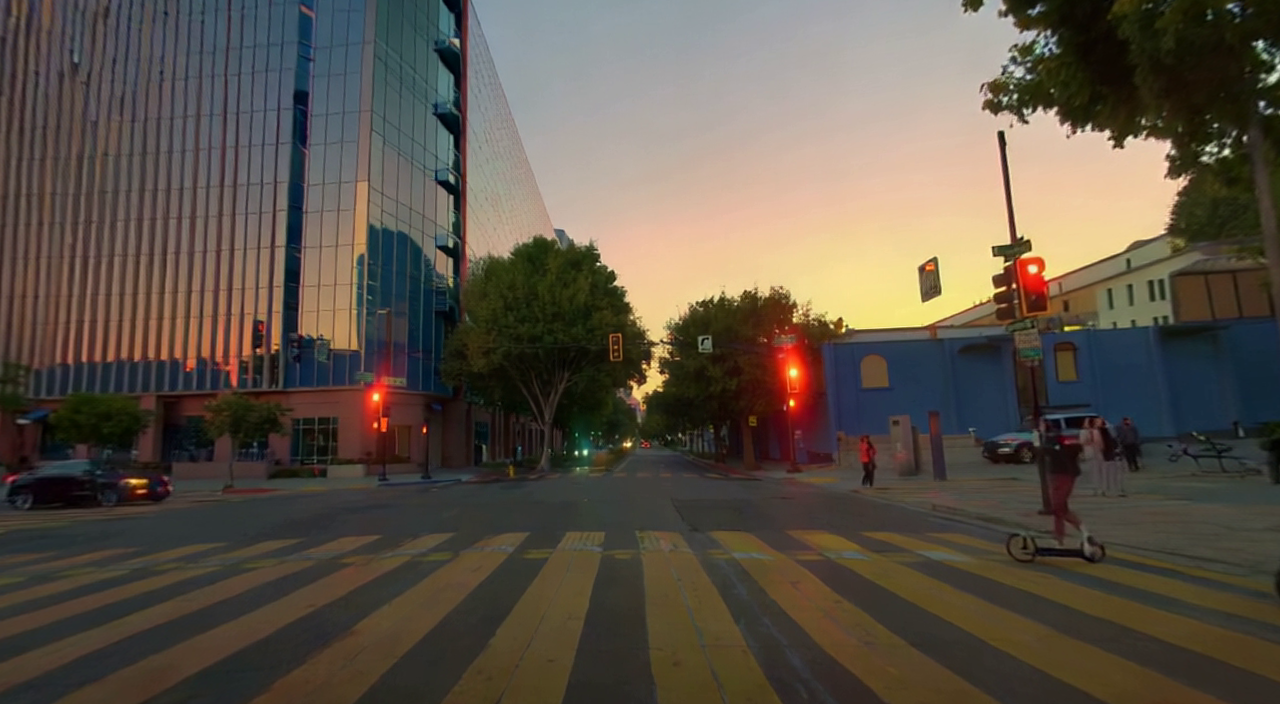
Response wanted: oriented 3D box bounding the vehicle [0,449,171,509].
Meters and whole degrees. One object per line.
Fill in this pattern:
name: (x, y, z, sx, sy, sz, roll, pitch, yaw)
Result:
vehicle: (-17.194, 3.738, 18.845, 4.641, 1.616, 2.051, 0, -8, -2)
